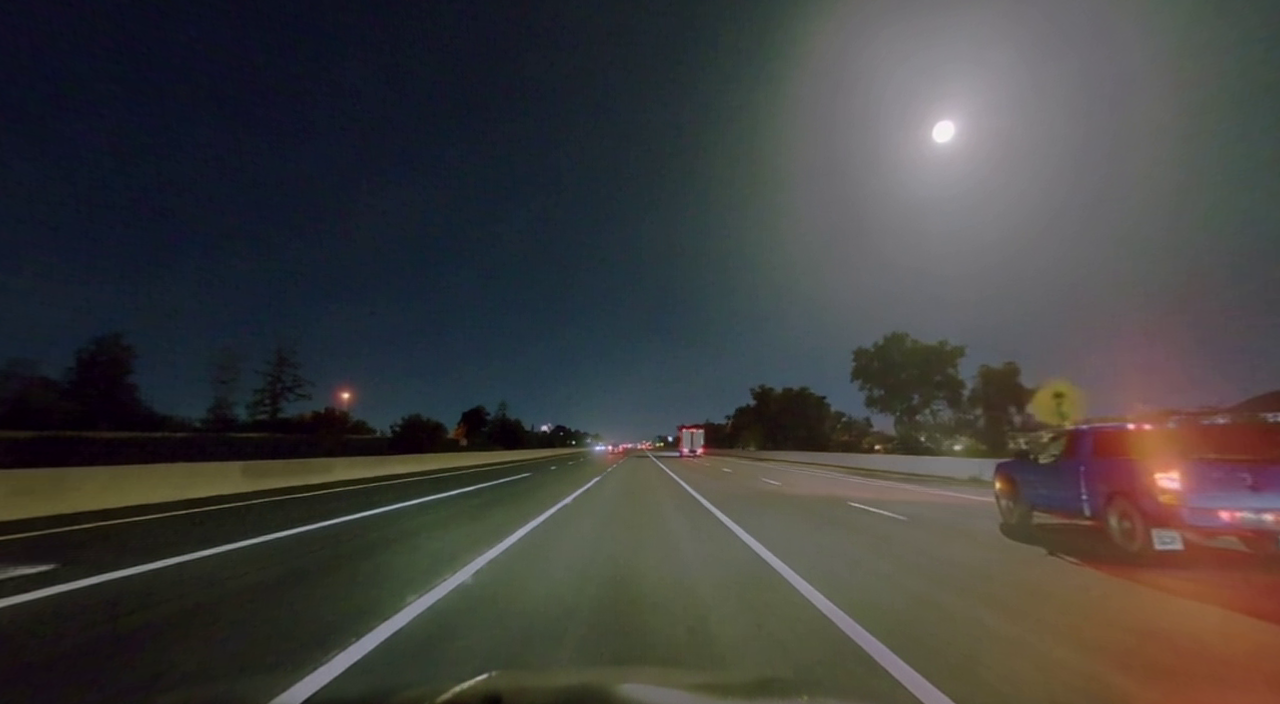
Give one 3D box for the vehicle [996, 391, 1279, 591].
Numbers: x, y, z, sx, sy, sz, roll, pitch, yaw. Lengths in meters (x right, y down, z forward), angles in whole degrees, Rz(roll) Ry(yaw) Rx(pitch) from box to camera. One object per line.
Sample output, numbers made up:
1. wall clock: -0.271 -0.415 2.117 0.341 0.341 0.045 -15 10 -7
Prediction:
1. vehicle: 6.769 1.557 7.705 2.096 1.767 4.601 0 -9 0
